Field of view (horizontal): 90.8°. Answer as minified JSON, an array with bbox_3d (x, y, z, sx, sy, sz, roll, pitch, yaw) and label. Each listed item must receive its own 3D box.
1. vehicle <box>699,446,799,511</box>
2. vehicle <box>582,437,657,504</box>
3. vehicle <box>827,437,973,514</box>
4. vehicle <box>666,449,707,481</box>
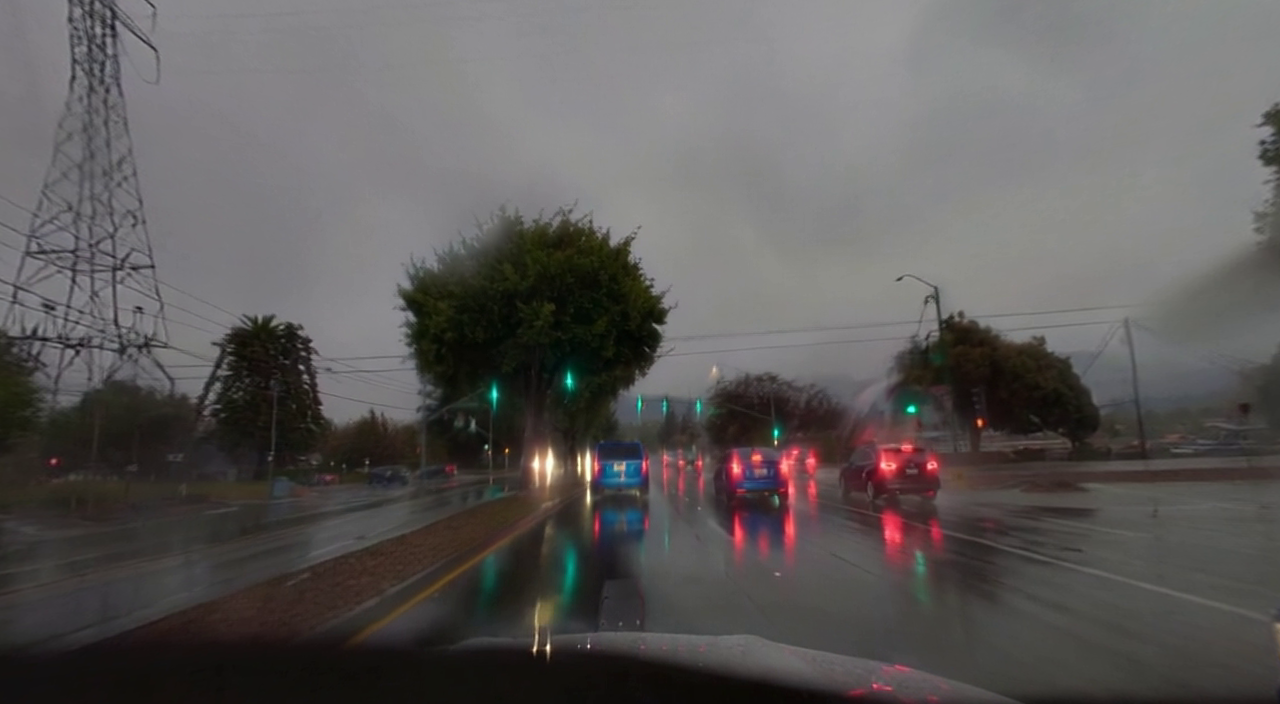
[{"bbox_3d":[2.944,3.510,18.090,1.880,1.579,4.401,0,-9,-2],"label":"vehicle"},{"bbox_3d":[-0.660,3.881,21.129,2.231,1.998,4.254,0,-9,-1],"label":"vehicle"},{"bbox_3d":[6.687,3.190,16.883,1.929,1.753,4.396,0,-9,-1],"label":"vehicle"},{"bbox_3d":[2.660,6.548,36.956,1.915,1.765,4.047,0,-9,-2],"label":"vehicle"}]
